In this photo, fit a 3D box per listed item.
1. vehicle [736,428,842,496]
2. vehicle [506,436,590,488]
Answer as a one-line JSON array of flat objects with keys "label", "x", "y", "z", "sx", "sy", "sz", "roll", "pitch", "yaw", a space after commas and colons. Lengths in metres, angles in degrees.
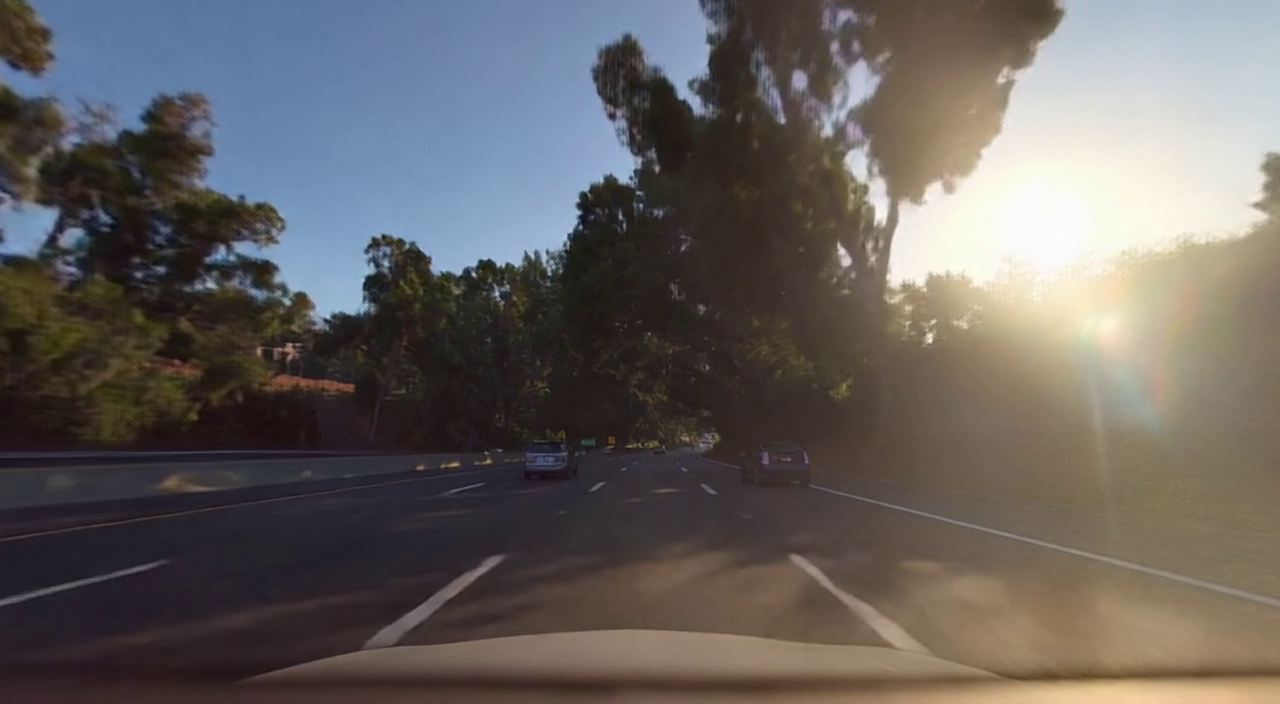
[{"label": "vehicle", "x": 4.332, "y": 3.292, "z": 19.129, "sx": 2.149, "sy": 1.796, "sz": 4.487, "roll": 0, "pitch": -9, "yaw": 0}, {"label": "vehicle", "x": -3.085, "y": 3.808, "z": 22.006, "sx": 2.166, "sy": 1.608, "sz": 4.297, "roll": 0, "pitch": -9, "yaw": 2}]
